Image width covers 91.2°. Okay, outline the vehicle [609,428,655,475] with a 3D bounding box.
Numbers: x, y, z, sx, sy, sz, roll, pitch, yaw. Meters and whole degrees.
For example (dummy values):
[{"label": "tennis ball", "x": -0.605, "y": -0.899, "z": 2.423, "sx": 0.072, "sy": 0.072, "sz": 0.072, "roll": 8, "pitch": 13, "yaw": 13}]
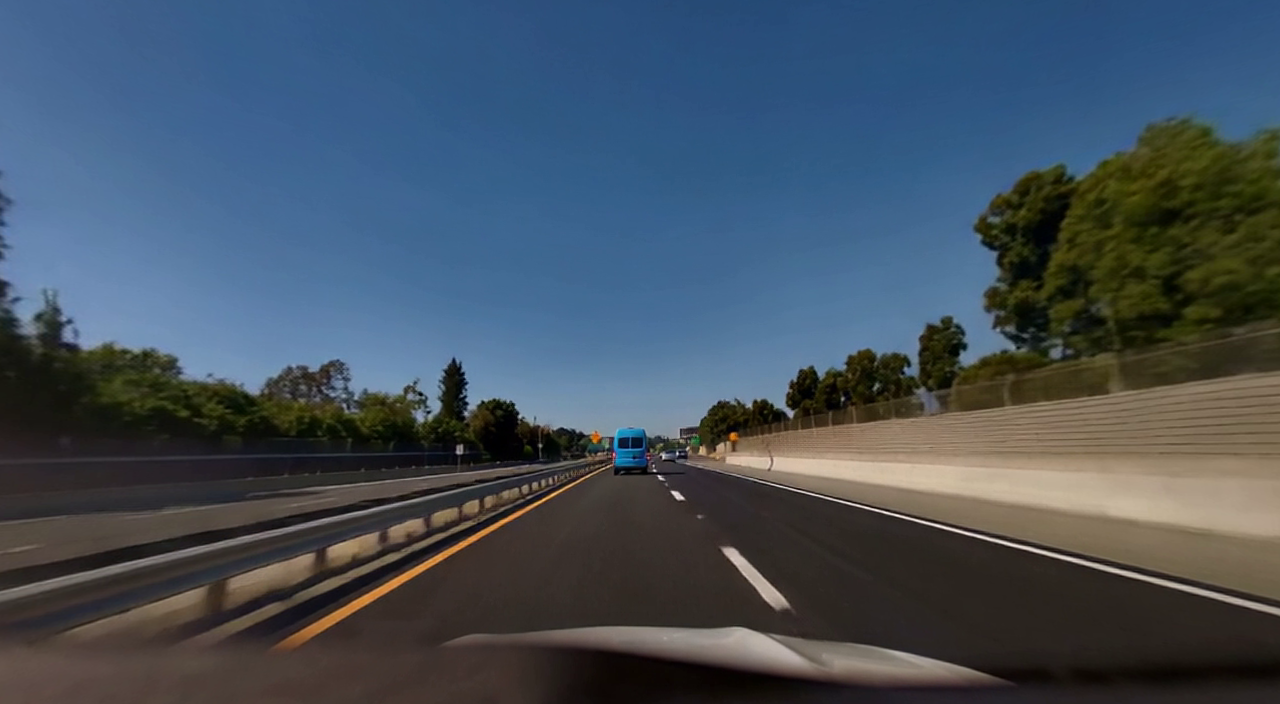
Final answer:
[{"label": "vehicle", "x": -0.496, "y": 5.968, "z": 37.739, "sx": 2.560, "sy": 2.598, "sz": 5.581, "roll": 0, "pitch": -9, "yaw": -1}]
